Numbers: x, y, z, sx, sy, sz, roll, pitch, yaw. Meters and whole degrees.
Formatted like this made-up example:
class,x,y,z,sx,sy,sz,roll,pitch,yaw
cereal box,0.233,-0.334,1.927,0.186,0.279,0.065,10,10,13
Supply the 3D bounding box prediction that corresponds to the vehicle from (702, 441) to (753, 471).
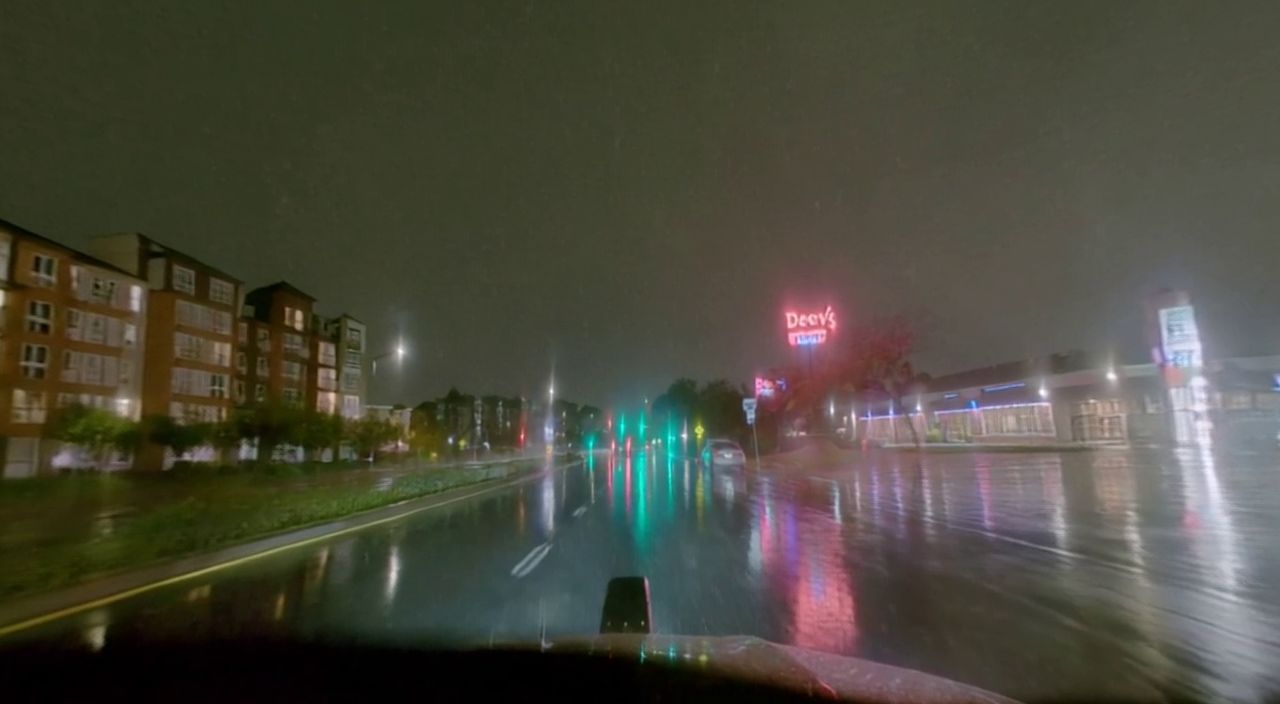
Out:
class,x,y,z,sx,sy,sz,roll,pitch,yaw
vehicle,4.638,5.580,34.119,2.085,1.509,5.134,0,-8,1
